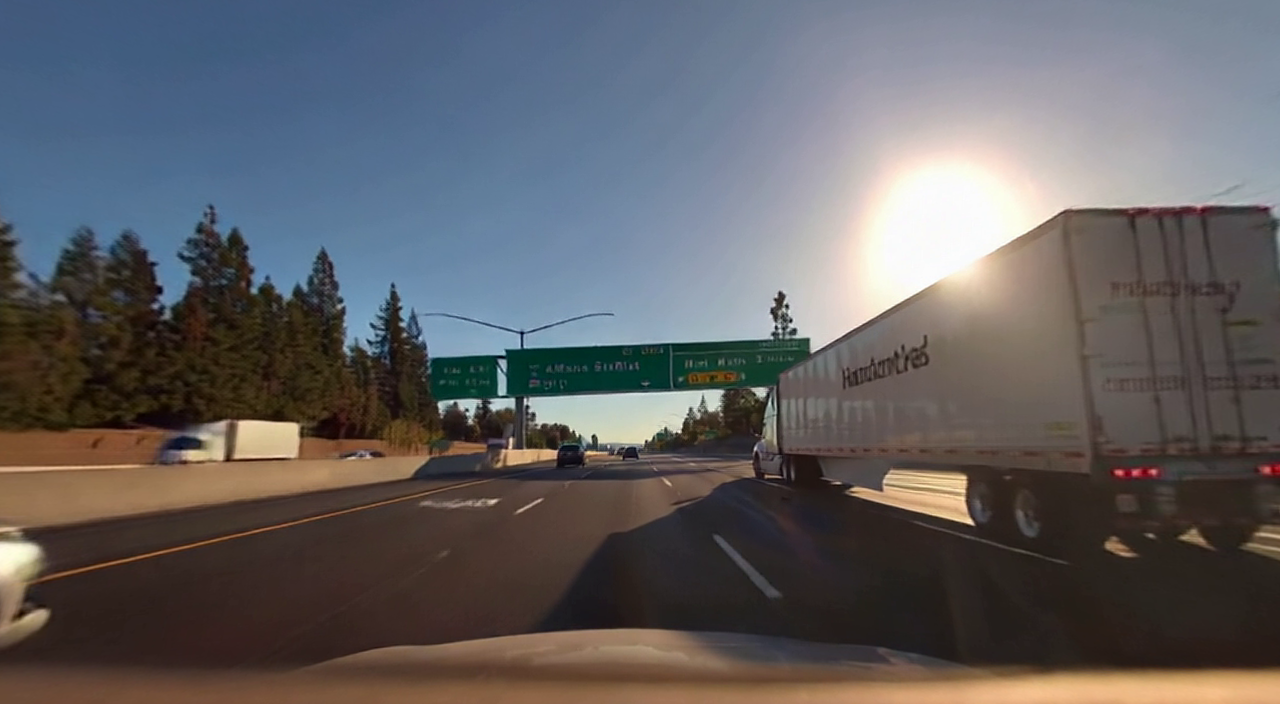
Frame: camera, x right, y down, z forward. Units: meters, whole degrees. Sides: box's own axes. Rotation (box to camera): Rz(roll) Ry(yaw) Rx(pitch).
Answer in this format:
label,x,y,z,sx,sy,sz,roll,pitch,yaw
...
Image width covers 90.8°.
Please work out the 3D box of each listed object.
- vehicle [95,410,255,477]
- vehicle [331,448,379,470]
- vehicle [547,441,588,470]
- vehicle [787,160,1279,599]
label,x,y,z,sx,sy,sz,roll,pitch,yaw
vehicle,-17.897,3.593,24.796,2.202,2.326,5.237,0,-9,0
vehicle,-17.984,6.752,39.950,1.475,1.339,3.280,0,-9,0
vehicle,-4.395,6.328,38.863,2.027,1.651,4.099,0,-9,0
vehicle,6.694,1.347,13.845,2.919,4.195,15.833,0,-9,-1
